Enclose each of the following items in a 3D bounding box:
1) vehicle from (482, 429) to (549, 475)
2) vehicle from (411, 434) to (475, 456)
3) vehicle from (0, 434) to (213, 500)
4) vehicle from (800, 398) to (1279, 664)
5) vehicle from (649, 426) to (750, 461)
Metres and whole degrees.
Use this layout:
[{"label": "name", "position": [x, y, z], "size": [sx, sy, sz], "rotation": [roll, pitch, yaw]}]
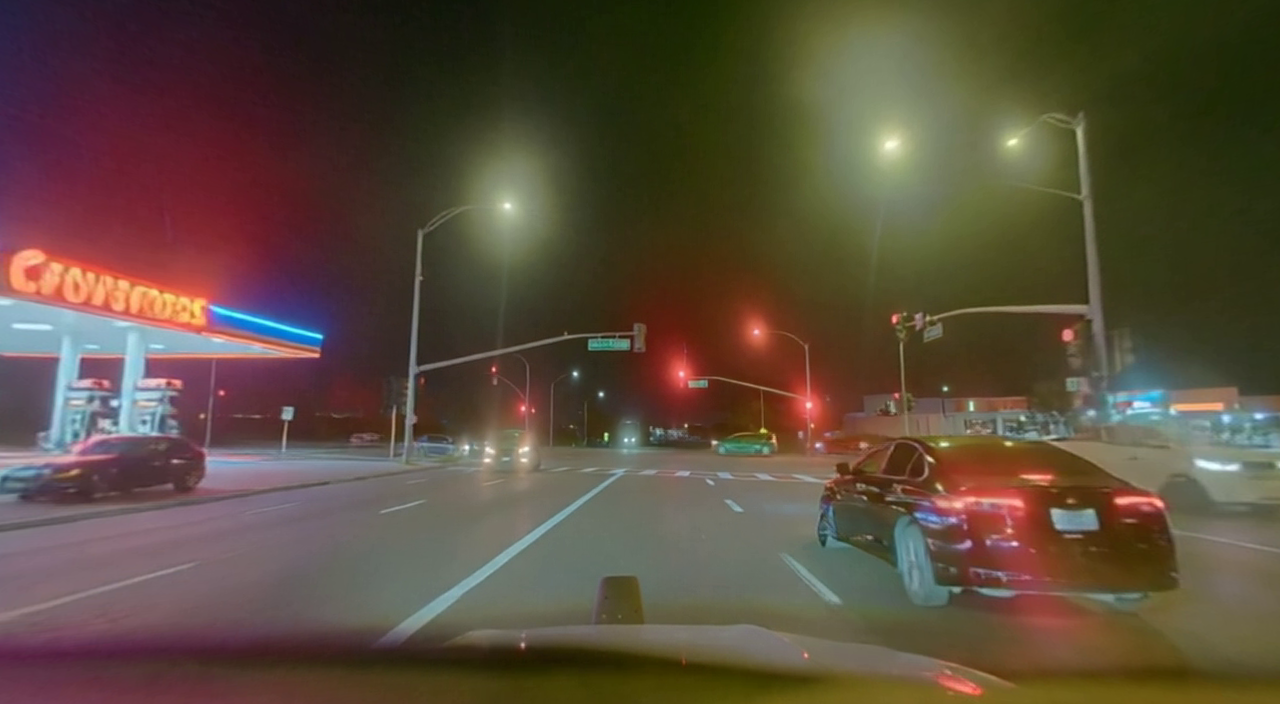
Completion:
[{"label": "vehicle", "position": [-5.216, 4.085, 26.000], "size": [2.196, 1.696, 4.484], "rotation": [2, -9, -17]}, {"label": "vehicle", "position": [-14.226, 6.732, 45.507], "size": [4.806, 1.482, 1.862], "rotation": [-6, -10, 35]}, {"label": "vehicle", "position": [-14.207, 2.936, 16.541], "size": [1.854, 1.501, 4.561], "rotation": [-7, -11, 37]}, {"label": "vehicle", "position": [3.031, 1.366, 5.933], "size": [1.995, 1.525, 4.392], "rotation": [-1, -8, 2]}, {"label": "vehicle", "position": [3.184, 4.994, 34.296], "size": [5.107, 1.775, 1.992], "rotation": [-5, -10, 31]}]
